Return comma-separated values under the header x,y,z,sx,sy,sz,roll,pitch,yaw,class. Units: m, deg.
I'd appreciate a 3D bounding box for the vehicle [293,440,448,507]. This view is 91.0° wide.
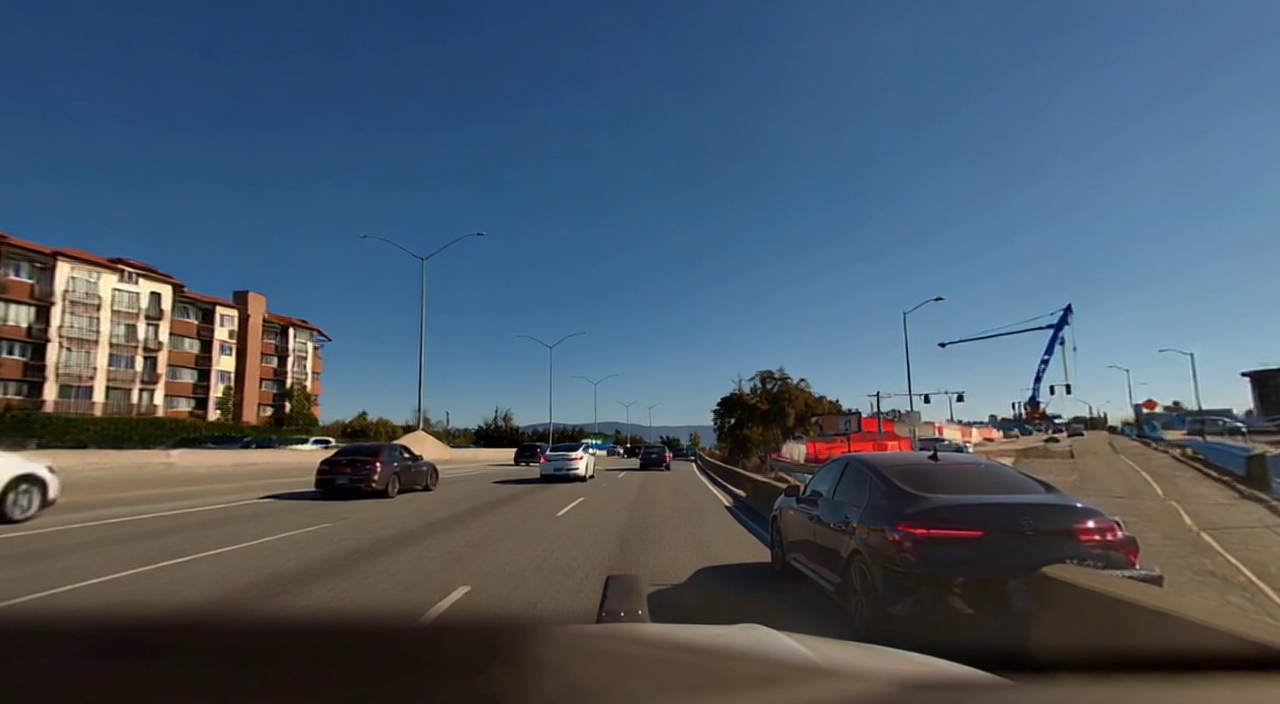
x,y,z,sx,sy,sz,roll,pitch,yaw,class
-6.776,3.088,16.490,1.959,1.486,4.460,0,-9,2,vehicle

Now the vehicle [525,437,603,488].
x,y,z,sx,sy,sz,roll,pitch,yaw,class
-2.664,4.019,23.192,2.109,1.657,4.554,0,-9,3,vehicle

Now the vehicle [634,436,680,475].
x,y,z,sx,sy,sz,roll,pitch,yaw,class
0.848,5.096,31.236,2.116,1.763,4.352,0,-9,1,vehicle

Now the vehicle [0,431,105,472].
x,y,z,sx,sy,sz,roll,pitch,yaw,class
-26.291,4.321,27.448,1.849,1.608,4.463,0,-9,2,vehicle

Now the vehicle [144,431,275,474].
x,y,z,sx,sy,sz,roll,pitch,yaw,class
-18.823,4.432,27.896,2.084,1.702,5.035,0,-9,3,vehicle

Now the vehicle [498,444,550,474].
x,y,z,sx,sy,sz,roll,pitch,yaw,class
-6.265,5.801,34.514,1.931,1.505,4.386,0,-9,2,vehicle
